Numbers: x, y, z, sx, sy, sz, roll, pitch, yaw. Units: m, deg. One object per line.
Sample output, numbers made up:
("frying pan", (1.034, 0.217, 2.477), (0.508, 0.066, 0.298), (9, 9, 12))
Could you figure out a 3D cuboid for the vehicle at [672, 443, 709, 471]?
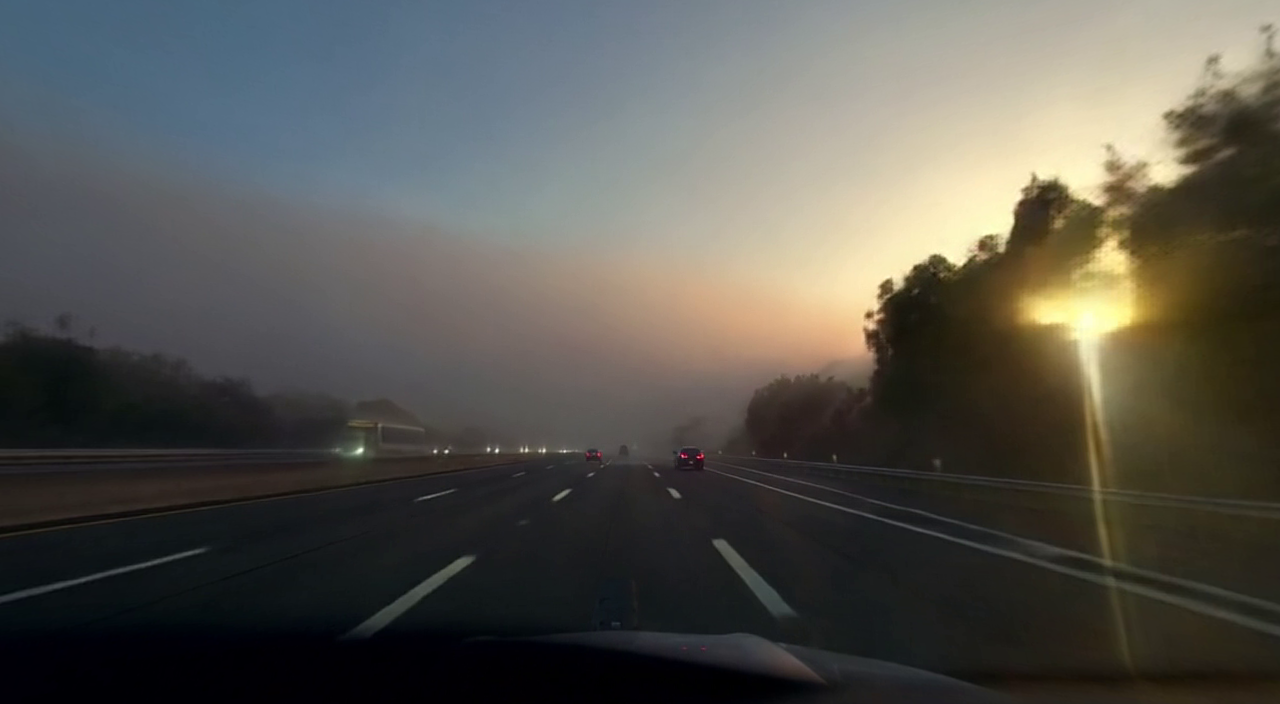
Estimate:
("vehicle", (3.039, 6.414, 38.464), (1.895, 1.555, 4.030), (0, -9, 0))
